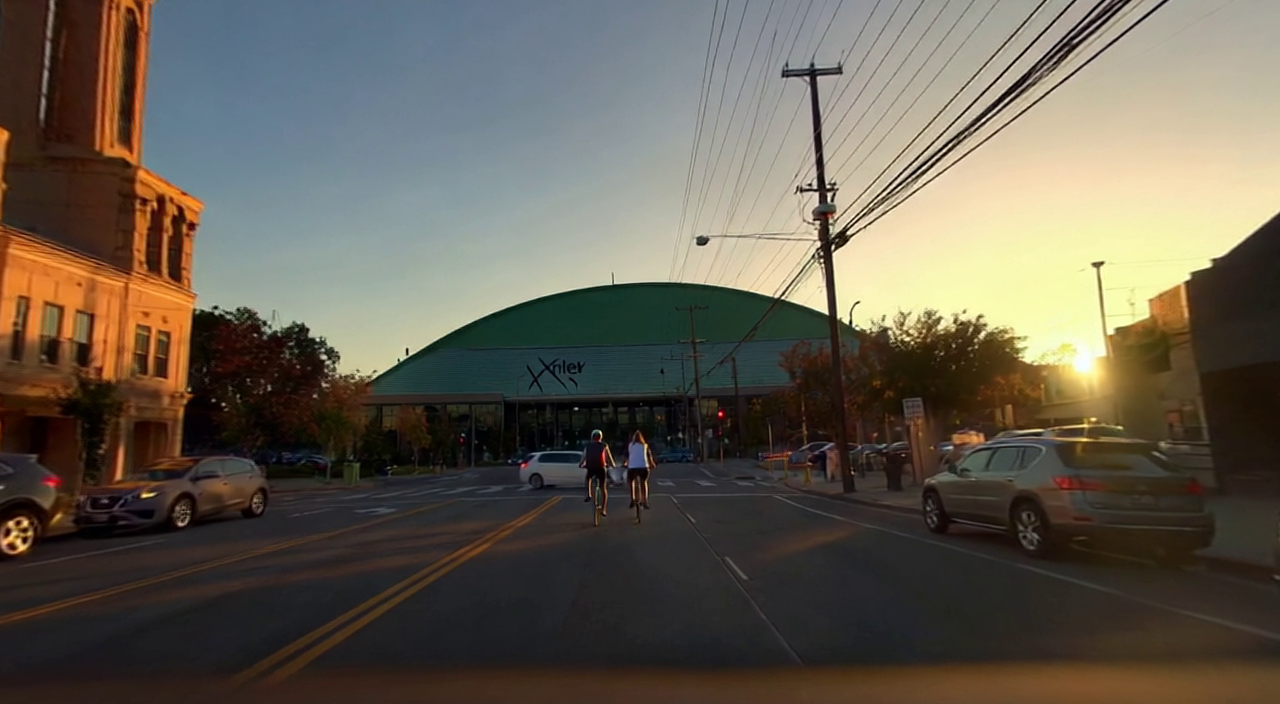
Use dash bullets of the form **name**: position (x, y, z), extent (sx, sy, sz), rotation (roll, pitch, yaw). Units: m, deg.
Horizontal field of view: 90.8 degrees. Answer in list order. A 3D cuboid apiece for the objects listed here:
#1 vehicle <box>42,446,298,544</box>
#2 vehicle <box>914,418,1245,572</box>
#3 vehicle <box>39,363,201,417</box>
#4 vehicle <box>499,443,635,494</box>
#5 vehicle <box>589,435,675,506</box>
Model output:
- **vehicle**: position (-10.240, 3.079, 14.445), extent (2.075, 1.816, 4.900), rotation (0, -8, 0)
- **vehicle**: position (5.829, 1.902, 9.164), extent (1.873, 1.714, 3.979), rotation (0, -8, 0)
- **vehicle**: position (-17.107, 1.302, 20.942), extent (3.685, 1.584, 1.708), rotation (1, -9, -3)
- **vehicle**: position (-2.945, 4.592, 25.282), extent (4.961, 1.832, 2.287), rotation (3, -9, -21)
- **vehicle**: position (-0.171, 3.321, 18.174), extent (2.190, 1.783, 4.048), rotation (0, -8, 1)
